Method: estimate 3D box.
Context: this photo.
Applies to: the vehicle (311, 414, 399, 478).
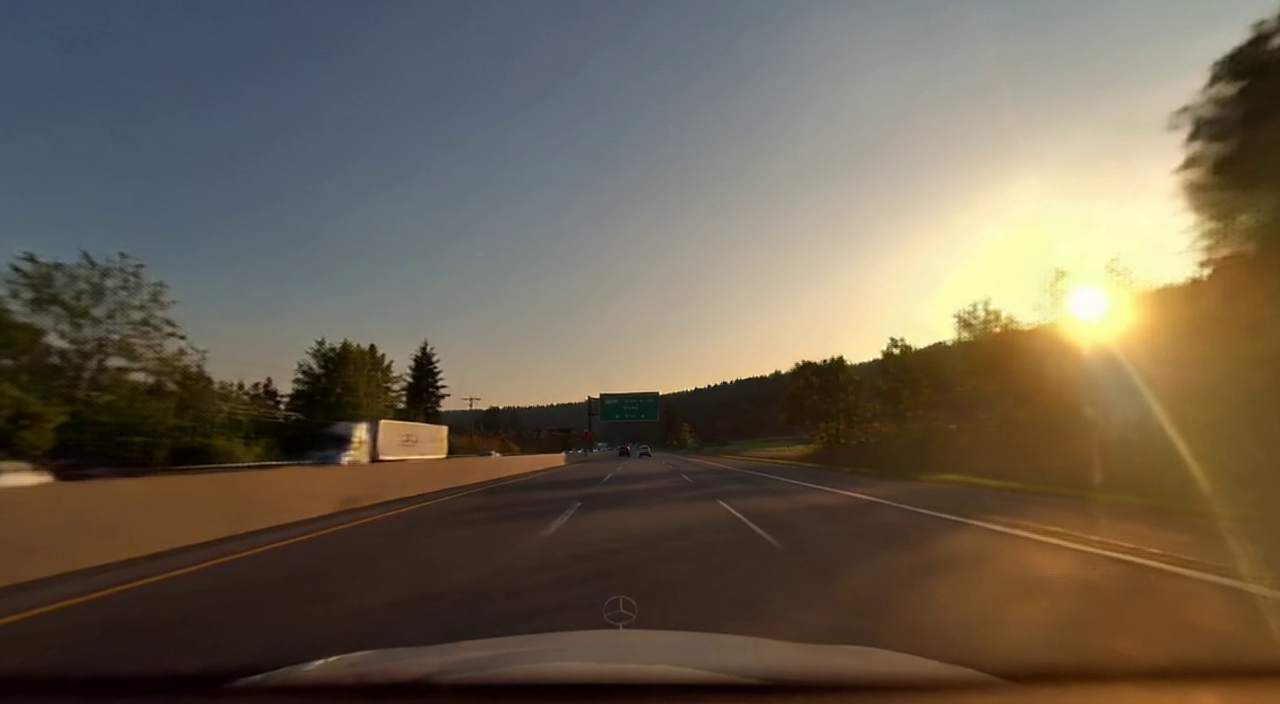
[{"bbox_3d":[-19.044,6.350,42.484,3.022,3.977,5.909,-1,-9,0],"label":"vehicle"}]
